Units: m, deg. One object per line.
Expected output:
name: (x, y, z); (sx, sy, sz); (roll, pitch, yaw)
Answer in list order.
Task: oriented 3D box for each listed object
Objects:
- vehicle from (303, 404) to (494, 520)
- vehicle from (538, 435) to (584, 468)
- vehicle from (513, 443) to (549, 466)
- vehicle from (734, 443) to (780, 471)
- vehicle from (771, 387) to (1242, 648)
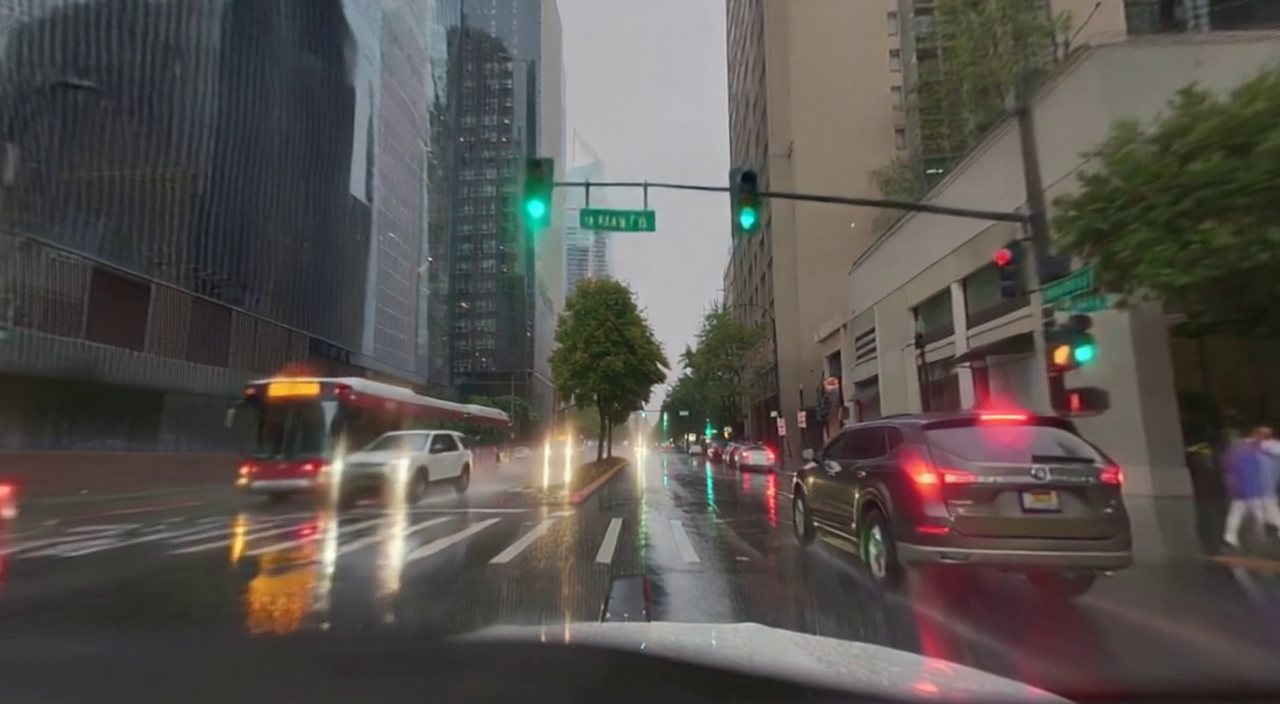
vehicle: (-5.258, 2.489, 14.791); (2.304, 2.208, 5.200); (0, -8, 1)
vehicle: (-4.766, 6.058, 38.661); (2.030, 1.881, 4.994); (0, -8, 1)
vehicle: (-8.105, 7.608, 47.044); (1.750, 1.607, 4.241); (0, -8, 2)
vehicle: (7.012, 6.340, 38.335); (1.962, 1.617, 4.325); (0, -8, 0)
vehicle: (3.188, 1.573, 7.282); (2.118, 1.848, 5.426); (0, -8, -1)
